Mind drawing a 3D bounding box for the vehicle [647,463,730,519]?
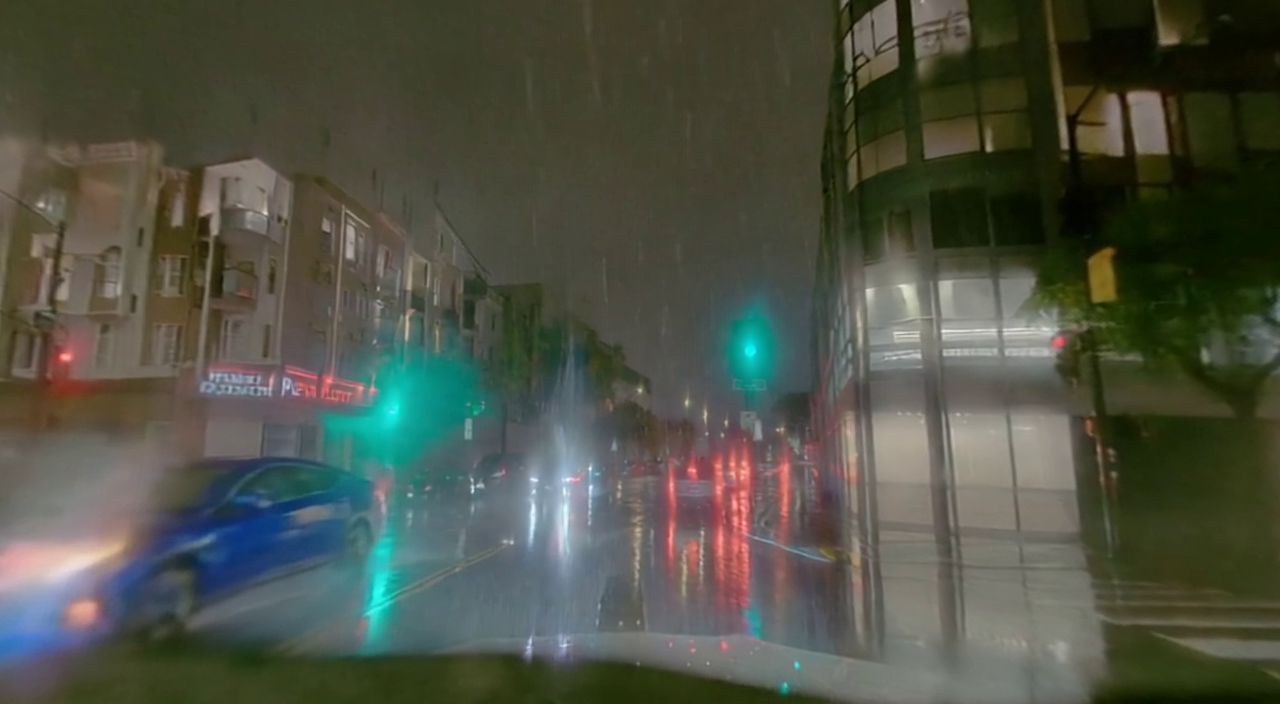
[{"bbox_3d":[1.703,4.433,20.667,1.892,1.481,4.365,-3,-9,15],"label":"vehicle"}]

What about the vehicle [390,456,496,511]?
[{"bbox_3d":[-7.565,5.063,24.709,1.933,1.461,4.393,-7,-6,12],"label":"vehicle"}]

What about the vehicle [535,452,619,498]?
[{"bbox_3d":[-2.587,5.261,27.495,2.181,1.723,4.692,-2,-9,14],"label":"vehicle"}]

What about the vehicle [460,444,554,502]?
[{"bbox_3d":[-6.166,5.641,30.055,2.120,2.078,5.403,-6,-7,13],"label":"vehicle"}]

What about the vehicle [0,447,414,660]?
[{"bbox_3d":[-4.362,1.790,6.828,2.119,1.485,4.472,-1,-8,1],"label":"vehicle"}]
